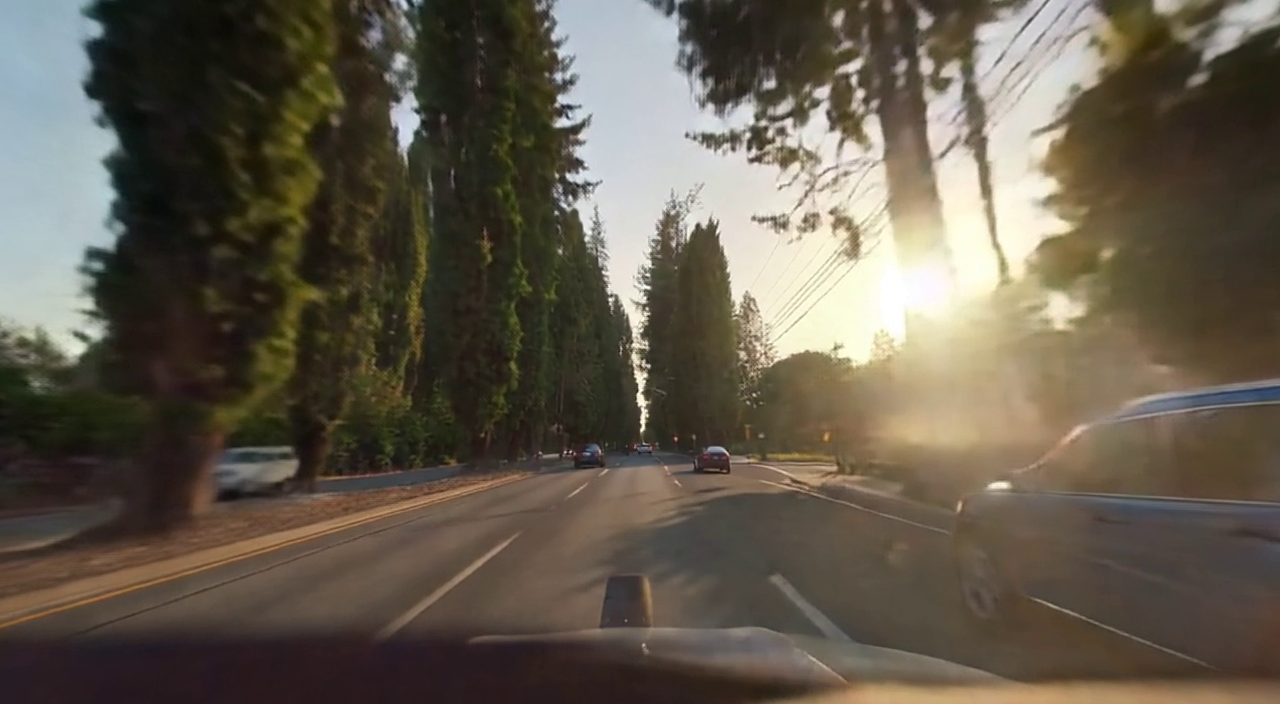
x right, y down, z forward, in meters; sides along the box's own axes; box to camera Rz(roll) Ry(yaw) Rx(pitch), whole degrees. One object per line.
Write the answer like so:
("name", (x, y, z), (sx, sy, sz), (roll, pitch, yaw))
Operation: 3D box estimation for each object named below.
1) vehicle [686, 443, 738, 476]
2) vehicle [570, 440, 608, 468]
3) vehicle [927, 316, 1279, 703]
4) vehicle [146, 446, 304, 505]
("vehicle", (3.403, 5.165, 30.491), (1.906, 1.468, 4.422), (0, -9, -1))
("vehicle", (-3.287, 6.703, 41.399), (2.066, 1.725, 4.241), (0, -9, 1))
("vehicle", (3.351, 0.828, 2.686), (2.182, 1.744, 4.464), (0, -9, 1))
("vehicle", (-14.049, 4.164, 21.801), (2.168, 1.782, 4.746), (0, -9, 0))
